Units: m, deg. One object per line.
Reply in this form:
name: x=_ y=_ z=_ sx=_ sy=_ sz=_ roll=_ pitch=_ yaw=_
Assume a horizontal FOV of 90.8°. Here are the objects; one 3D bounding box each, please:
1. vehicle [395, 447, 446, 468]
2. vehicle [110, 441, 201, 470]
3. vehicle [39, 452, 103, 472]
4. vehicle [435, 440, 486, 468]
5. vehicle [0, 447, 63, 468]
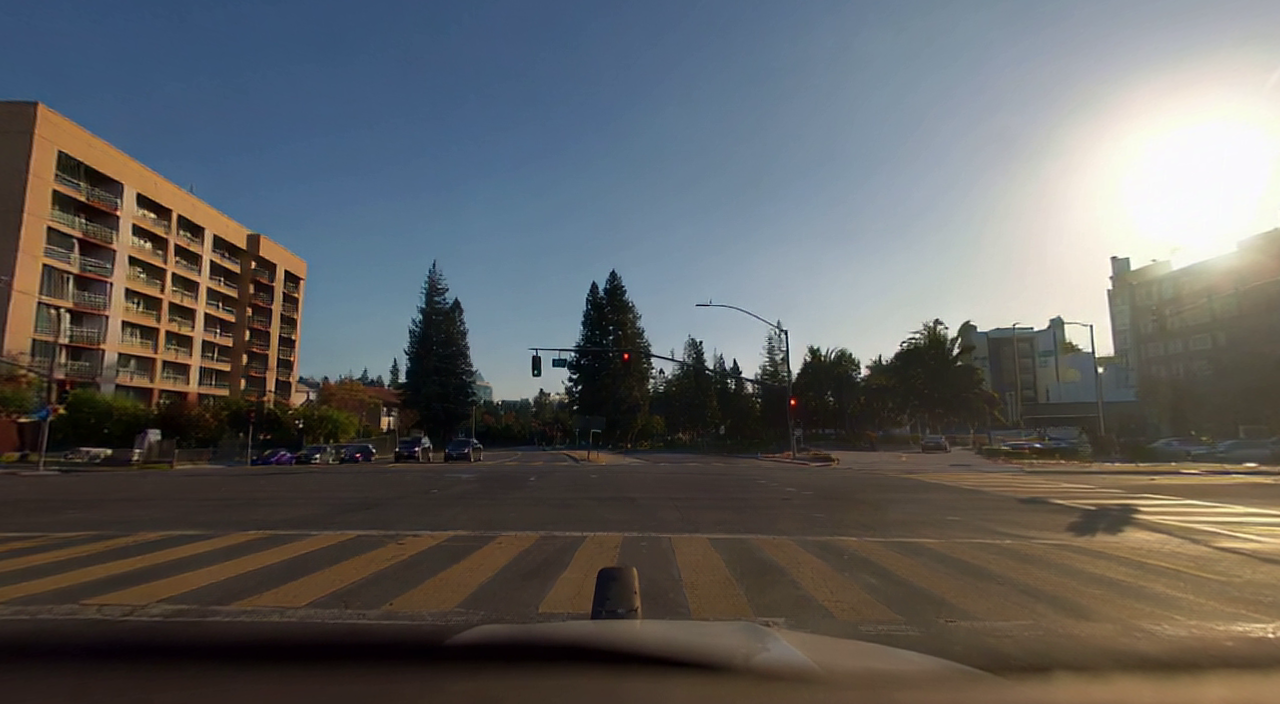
vehicle: x=-15.494 y=7.446 z=44.805 sx=2.056 sy=1.450 sz=4.343 roll=0 pitch=-8 yaw=1
vehicle: x=-34.880 y=7.421 z=45.743 sx=2.204 sy=1.955 sz=5.518 roll=0 pitch=-8 yaw=0
vehicle: x=-41.574 y=8.021 z=46.253 sx=1.552 sy=1.339 sz=3.340 roll=-2 pitch=-9 yaw=0
vehicle: x=-11.941 y=6.799 z=42.323 sx=2.080 sy=1.763 sz=4.341 roll=0 pitch=-8 yaw=0
vehicle: x=-45.239 y=7.768 z=46.610 sx=1.858 sy=1.467 sz=3.624 roll=0 pitch=-8 yaw=0
